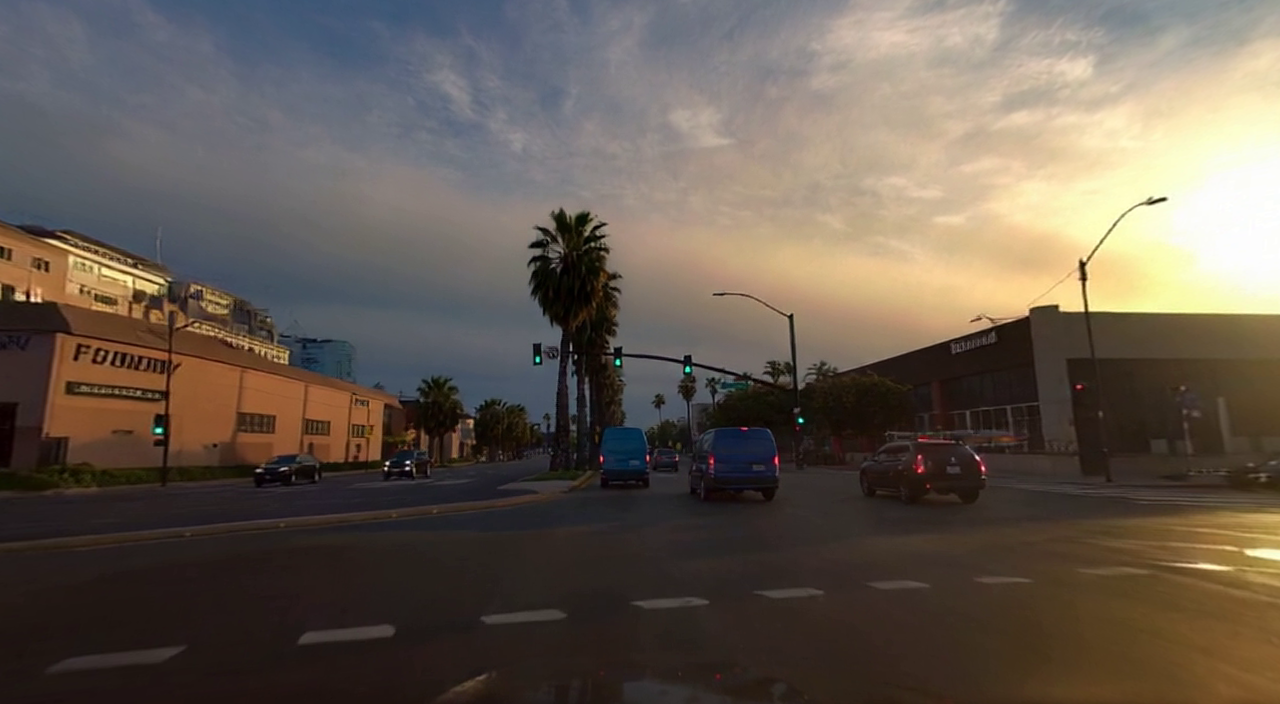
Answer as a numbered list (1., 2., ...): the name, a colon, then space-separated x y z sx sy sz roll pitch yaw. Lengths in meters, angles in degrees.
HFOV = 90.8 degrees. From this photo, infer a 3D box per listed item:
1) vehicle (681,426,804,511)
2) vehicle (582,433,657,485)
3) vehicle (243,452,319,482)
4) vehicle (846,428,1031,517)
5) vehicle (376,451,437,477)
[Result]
1. vehicle: 2.411 2.907 16.294 2.200 1.847 4.618 0 -9 -3
2. vehicle: -0.872 4.527 27.066 2.848 1.991 5.706 0 -9 -2
3. vehicle: -22.476 7.186 39.752 1.957 1.753 4.464 -1 -9 4
4. vehicle: 6.797 2.777 15.091 2.023 1.771 4.488 0 -9 -3
5. vehicle: -14.387 6.871 39.162 2.067 1.435 4.558 0 -8 0
